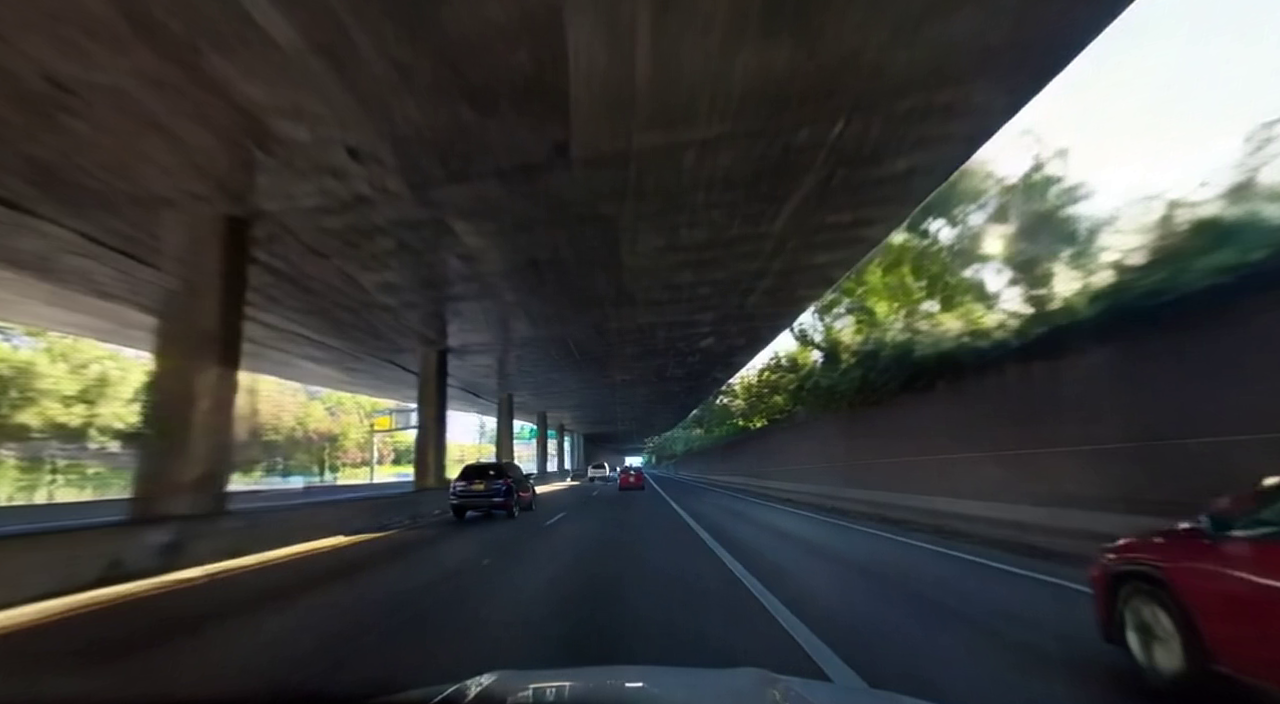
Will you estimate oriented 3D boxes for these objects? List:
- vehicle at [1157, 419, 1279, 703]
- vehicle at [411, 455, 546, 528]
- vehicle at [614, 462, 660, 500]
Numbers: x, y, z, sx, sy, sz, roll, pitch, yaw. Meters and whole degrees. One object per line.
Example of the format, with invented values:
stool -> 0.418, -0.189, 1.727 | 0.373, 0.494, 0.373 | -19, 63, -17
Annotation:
vehicle -> 3.829, 0.832, 1.336 | 1.992, 1.557, 4.017 | 1, -11, 0
vehicle -> -3.852, 3.463, 16.011 | 2.102, 1.521, 4.687 | 1, -11, 1
vehicle -> -0.140, 6.014, 29.595 | 1.992, 1.601, 3.762 | 1, -11, 0
